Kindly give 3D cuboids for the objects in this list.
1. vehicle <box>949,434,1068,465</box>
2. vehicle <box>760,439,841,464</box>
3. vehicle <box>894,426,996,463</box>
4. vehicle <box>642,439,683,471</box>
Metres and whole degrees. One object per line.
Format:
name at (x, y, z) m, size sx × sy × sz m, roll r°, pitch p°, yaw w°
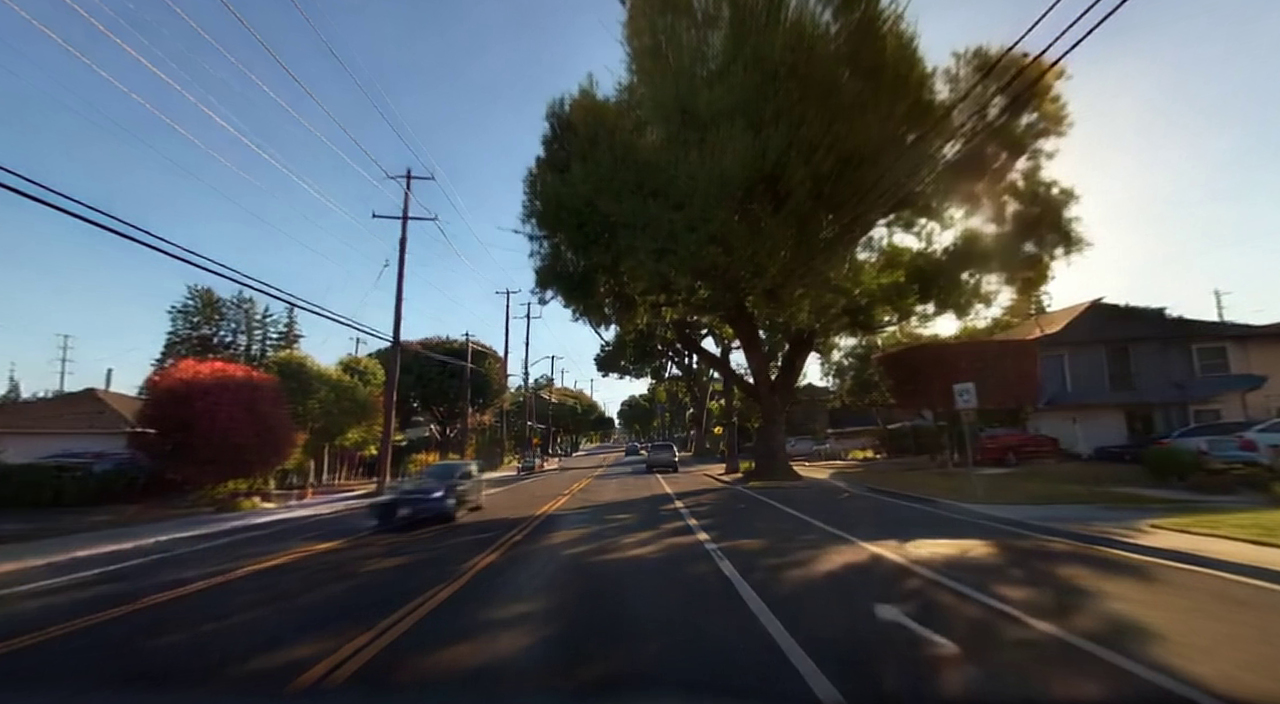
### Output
vehicle at (19.276, 5.109, 33.238) m, size 4.869 × 1.477 × 2.076 m, roll -1°, pitch -9°, yaw 2°
vehicle at (9.910, 6.184, 39.273) m, size 4.511 × 1.473 × 1.962 m, roll 1°, pitch -8°, yaw -2°
vehicle at (17.382, 5.282, 36.173) m, size 4.635 × 2.026 × 2.258 m, roll 0°, pitch -9°, yaw -4°
vehicle at (1.080, 5.191, 31.997) m, size 1.975 × 1.497 × 3.647 m, roll 0°, pitch -9°, yaw 0°
